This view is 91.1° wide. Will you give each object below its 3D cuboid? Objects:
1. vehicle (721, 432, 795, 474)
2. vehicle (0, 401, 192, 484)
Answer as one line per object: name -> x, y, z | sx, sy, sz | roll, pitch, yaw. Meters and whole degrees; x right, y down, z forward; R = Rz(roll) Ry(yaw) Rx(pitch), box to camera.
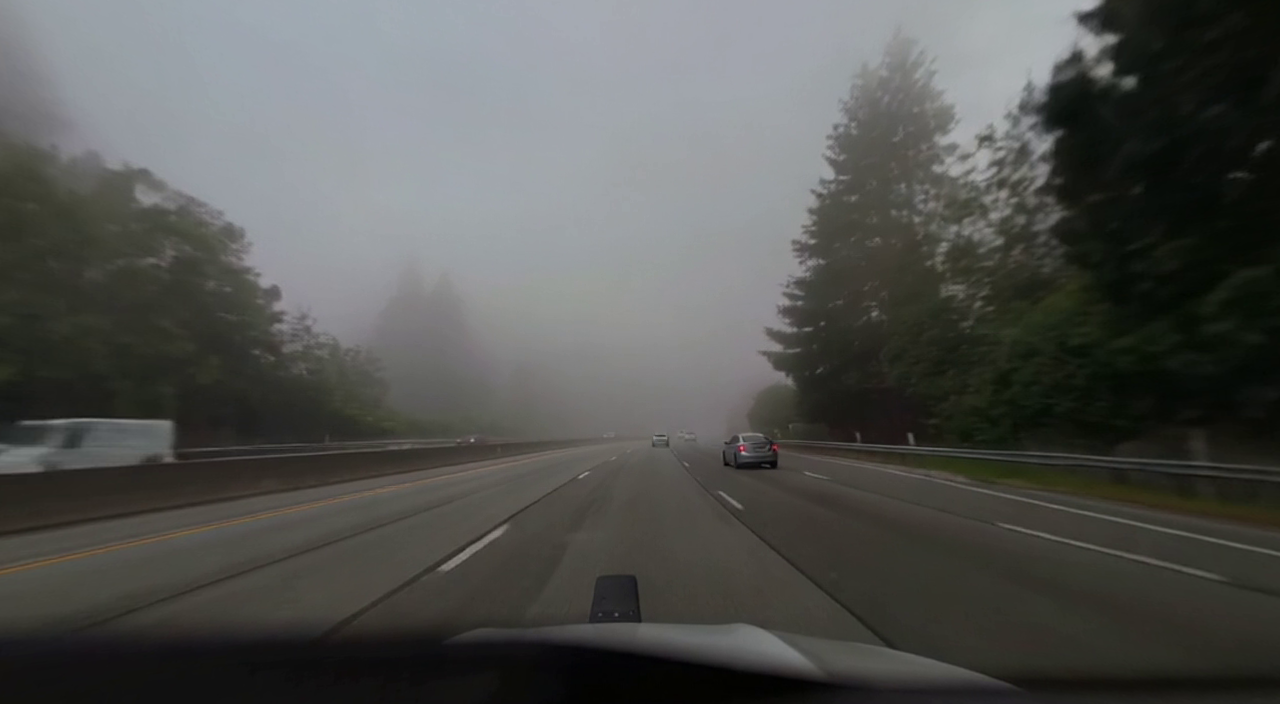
vehicle -> 4.406, 3.821, 24.171 | 1.982, 1.452, 4.294 | 0, -8, -1
vehicle -> -20.045, 3.314, 23.203 | 2.615, 2.658, 5.739 | 0, -8, 1
